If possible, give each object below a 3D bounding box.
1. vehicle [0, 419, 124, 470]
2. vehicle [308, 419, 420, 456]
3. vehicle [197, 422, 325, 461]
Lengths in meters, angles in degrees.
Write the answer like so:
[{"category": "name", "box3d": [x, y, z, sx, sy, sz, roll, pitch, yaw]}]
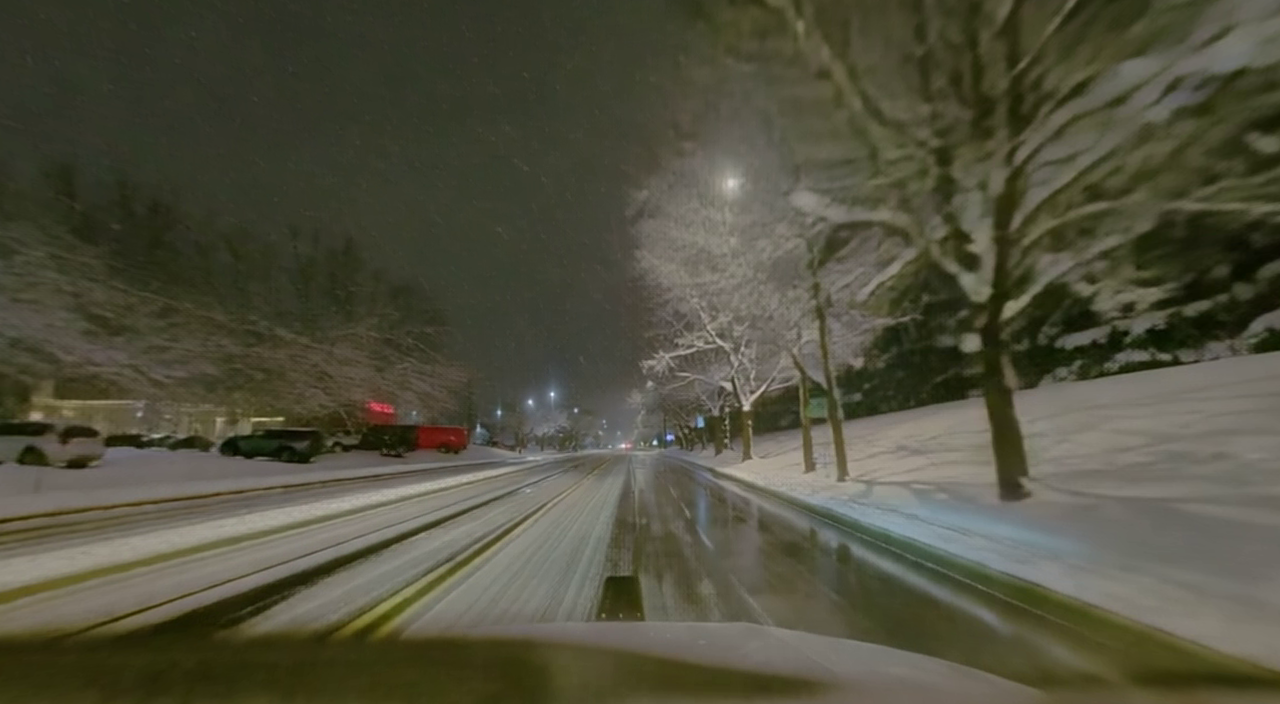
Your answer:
[{"category": "vehicle", "box3d": [-18.473, 2.791, 19.030, 4.238, 1.459, 1.753, 0, -9, 0]}, {"category": "vehicle", "box3d": [-19.859, 6.193, 45.741, 6.919, 2.613, 2.356, 1, -9, -5]}, {"category": "vehicle", "box3d": [-19.466, 4.636, 32.651, 5.109, 1.891, 2.206, 0, -9, -1]}]
